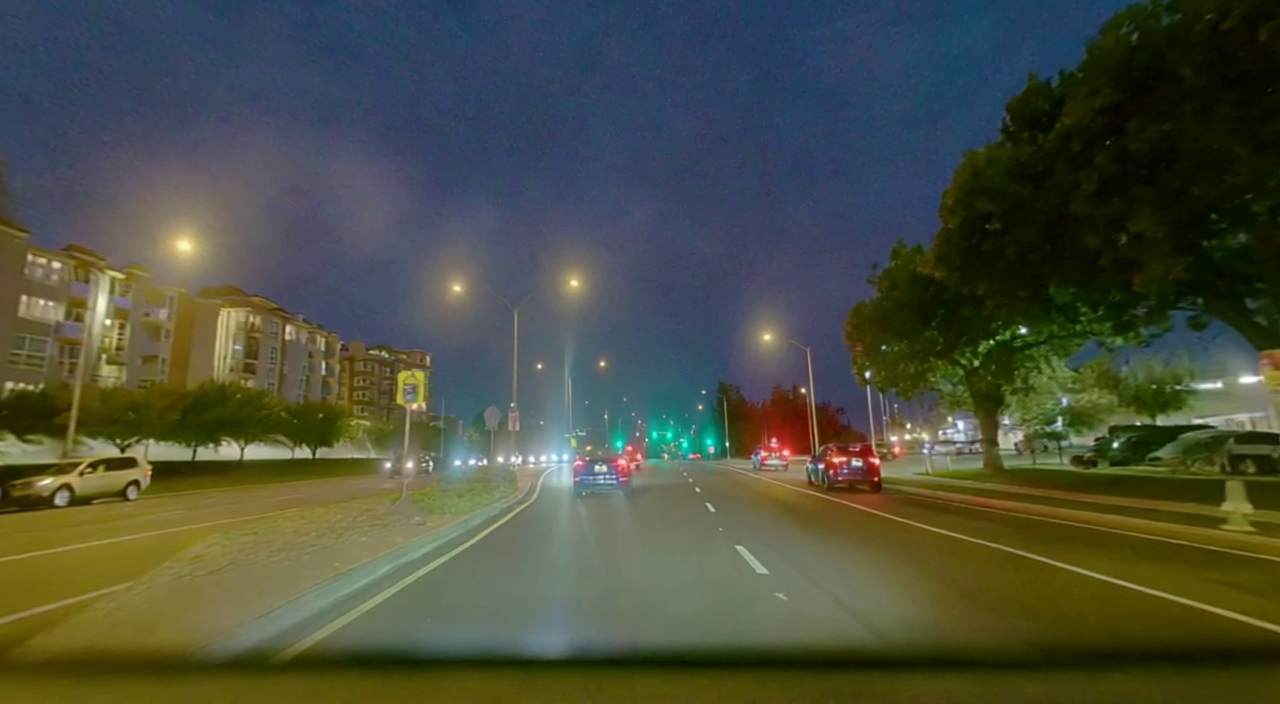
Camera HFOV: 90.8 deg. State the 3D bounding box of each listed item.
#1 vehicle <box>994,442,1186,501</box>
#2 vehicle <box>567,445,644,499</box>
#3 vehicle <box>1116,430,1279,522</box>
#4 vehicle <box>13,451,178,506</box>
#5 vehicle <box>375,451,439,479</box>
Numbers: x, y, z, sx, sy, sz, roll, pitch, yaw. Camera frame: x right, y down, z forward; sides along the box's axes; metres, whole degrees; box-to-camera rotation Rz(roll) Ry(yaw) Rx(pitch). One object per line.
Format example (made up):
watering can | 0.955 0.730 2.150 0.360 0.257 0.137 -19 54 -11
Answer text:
vehicle | 12.482 3.327 18.007 2.062 1.442 4.533 0 -9 -1
vehicle | -1.074 3.663 19.723 2.144 1.447 4.421 0 -9 -3
vehicle | 12.470 2.441 12.737 1.985 1.626 4.824 0 -9 1
vehicle | -20.572 4.762 24.249 2.103 1.824 4.755 0 -9 -1
vehicle | -13.256 6.436 36.224 1.882 1.475 4.522 0 -9 1
